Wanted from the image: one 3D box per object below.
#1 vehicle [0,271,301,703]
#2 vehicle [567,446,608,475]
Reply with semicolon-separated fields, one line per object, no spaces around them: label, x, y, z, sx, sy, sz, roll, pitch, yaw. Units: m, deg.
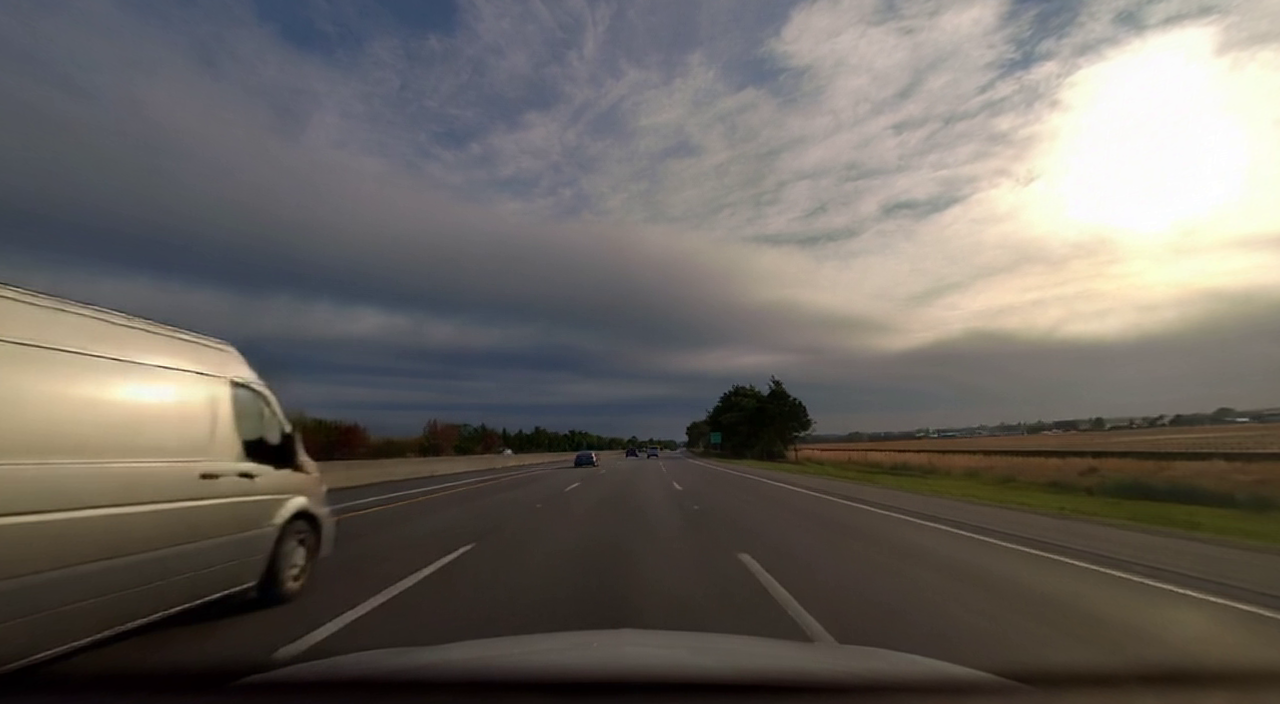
vehicle;-3.842;0.646;2.435;2.219;2.033;4.911;0;-9;1
vehicle;-2.993;6.307;36.833;1.959;1.571;4.313;0;-9;1
